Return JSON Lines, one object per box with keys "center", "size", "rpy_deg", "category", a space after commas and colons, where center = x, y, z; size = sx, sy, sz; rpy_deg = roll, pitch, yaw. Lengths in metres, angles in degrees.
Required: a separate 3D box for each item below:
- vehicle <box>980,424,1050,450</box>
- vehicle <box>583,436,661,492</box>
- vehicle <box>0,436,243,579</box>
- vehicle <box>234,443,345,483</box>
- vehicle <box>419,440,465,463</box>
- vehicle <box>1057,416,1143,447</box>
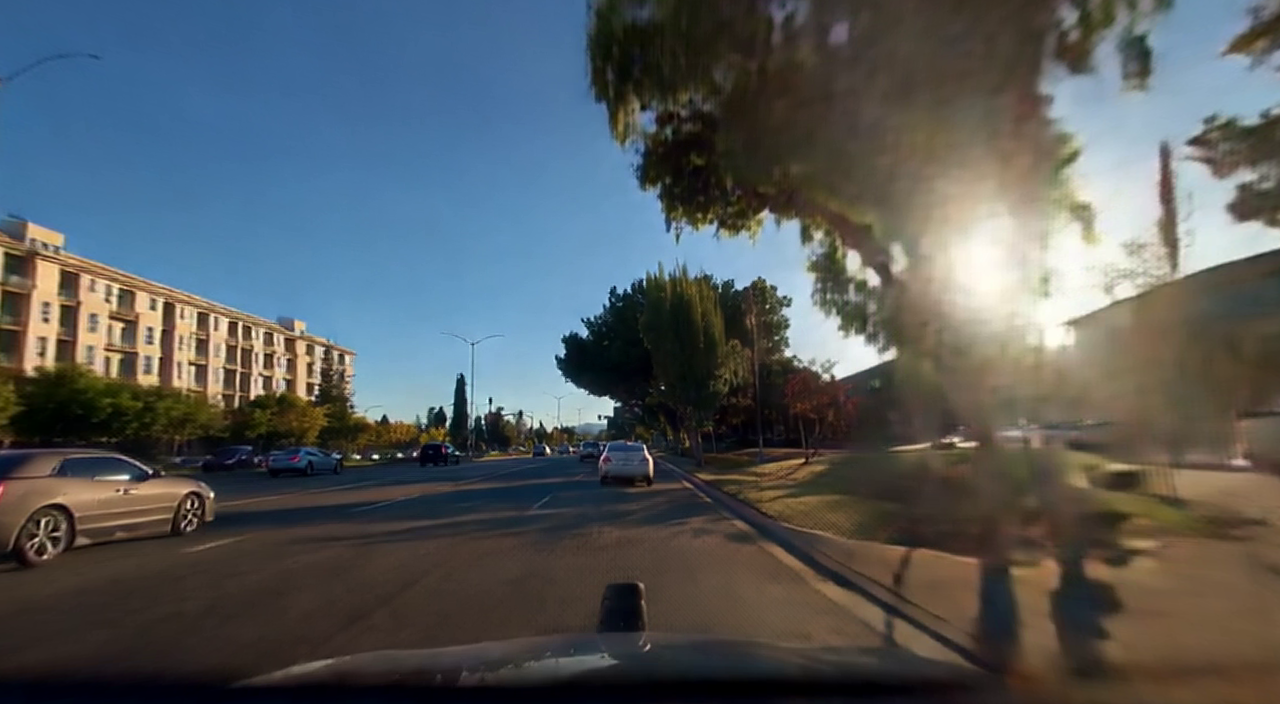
{"center": [24.773, 5.643, 41.757], "size": [3.437, 1.408, 1.759], "rpy_deg": [-4, -8, -5], "category": "vehicle"}
{"center": [-0.524, 3.342, 19.185], "size": [2.099, 1.469, 4.389], "rpy_deg": [0, -8, -1], "category": "vehicle"}
{"center": [-7.507, 1.829, 8.080], "size": [1.906, 1.449, 4.576], "rpy_deg": [0, -8, -1], "category": "vehicle"}
{"center": [-14.214, 4.517, 26.012], "size": [2.024, 1.484, 4.592], "rpy_deg": [0, -8, -2], "category": "vehicle"}
{"center": [-15.074, 7.608, 48.302], "size": [2.064, 1.686, 4.380], "rpy_deg": [0, -8, 0], "category": "vehicle"}
{"center": [26.582, 4.635, 36.564], "size": [3.512, 1.415, 1.722], "rpy_deg": [-5, -9, -3], "category": "vehicle"}
